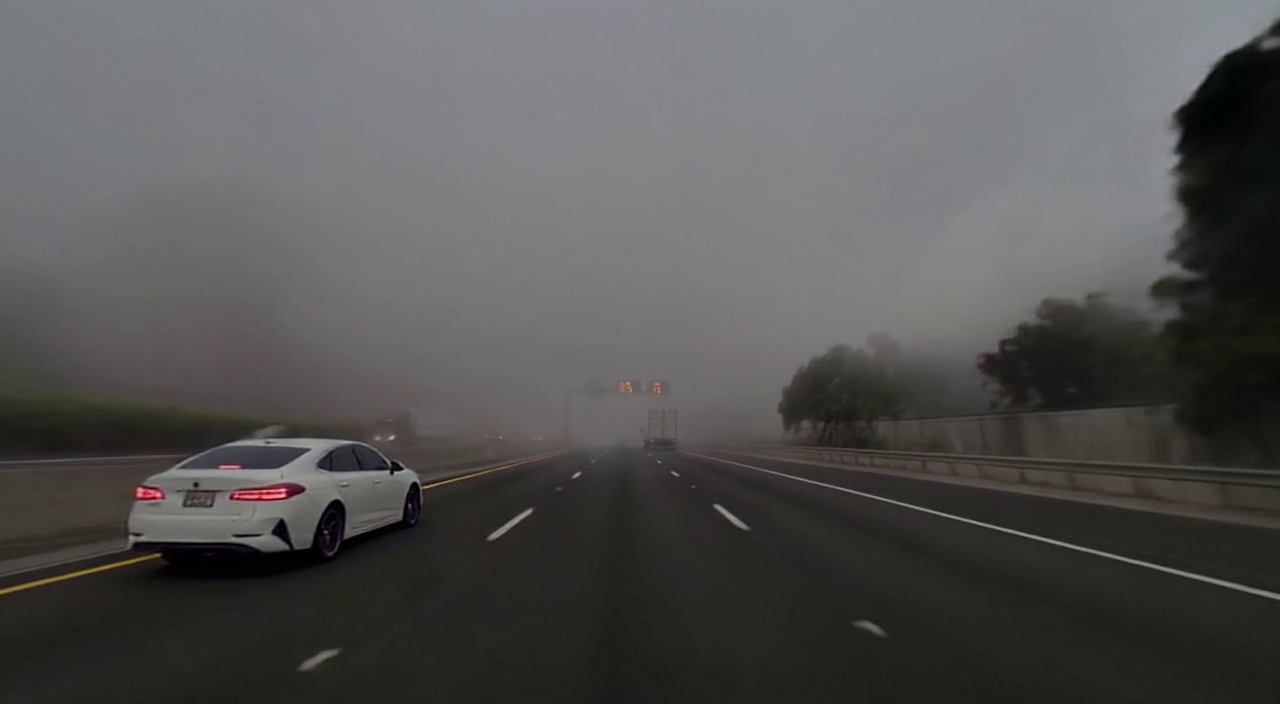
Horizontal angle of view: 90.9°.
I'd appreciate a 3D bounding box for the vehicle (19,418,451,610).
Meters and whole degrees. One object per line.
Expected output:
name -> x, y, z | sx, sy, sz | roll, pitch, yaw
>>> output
vehicle -> -3.749, 1.533, 7.053 | 1.971, 1.444, 4.401 | 0, -8, -1
